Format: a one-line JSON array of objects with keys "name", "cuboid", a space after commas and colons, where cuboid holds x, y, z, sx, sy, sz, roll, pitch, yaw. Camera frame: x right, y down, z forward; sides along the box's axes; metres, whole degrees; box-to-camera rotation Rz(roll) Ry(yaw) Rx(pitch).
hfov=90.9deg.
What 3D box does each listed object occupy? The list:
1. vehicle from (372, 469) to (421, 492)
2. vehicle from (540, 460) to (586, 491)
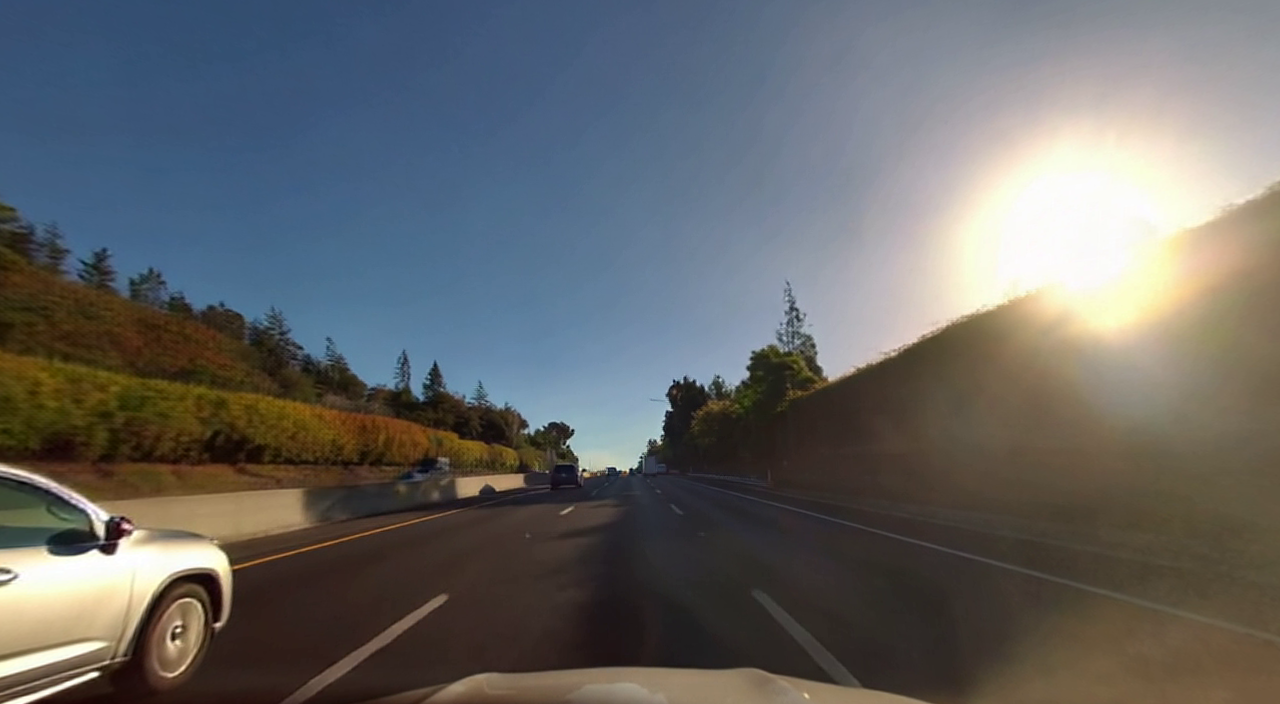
[{"name": "vehicle", "cuboid": [-16.727, 8.827, 43.543, 1.734, 1.473, 4.015, 1, -10, 0]}, {"name": "vehicle", "cuboid": [-4.632, 7.541, 38.683, 2.178, 1.736, 4.847, 1, -10, 0]}]
